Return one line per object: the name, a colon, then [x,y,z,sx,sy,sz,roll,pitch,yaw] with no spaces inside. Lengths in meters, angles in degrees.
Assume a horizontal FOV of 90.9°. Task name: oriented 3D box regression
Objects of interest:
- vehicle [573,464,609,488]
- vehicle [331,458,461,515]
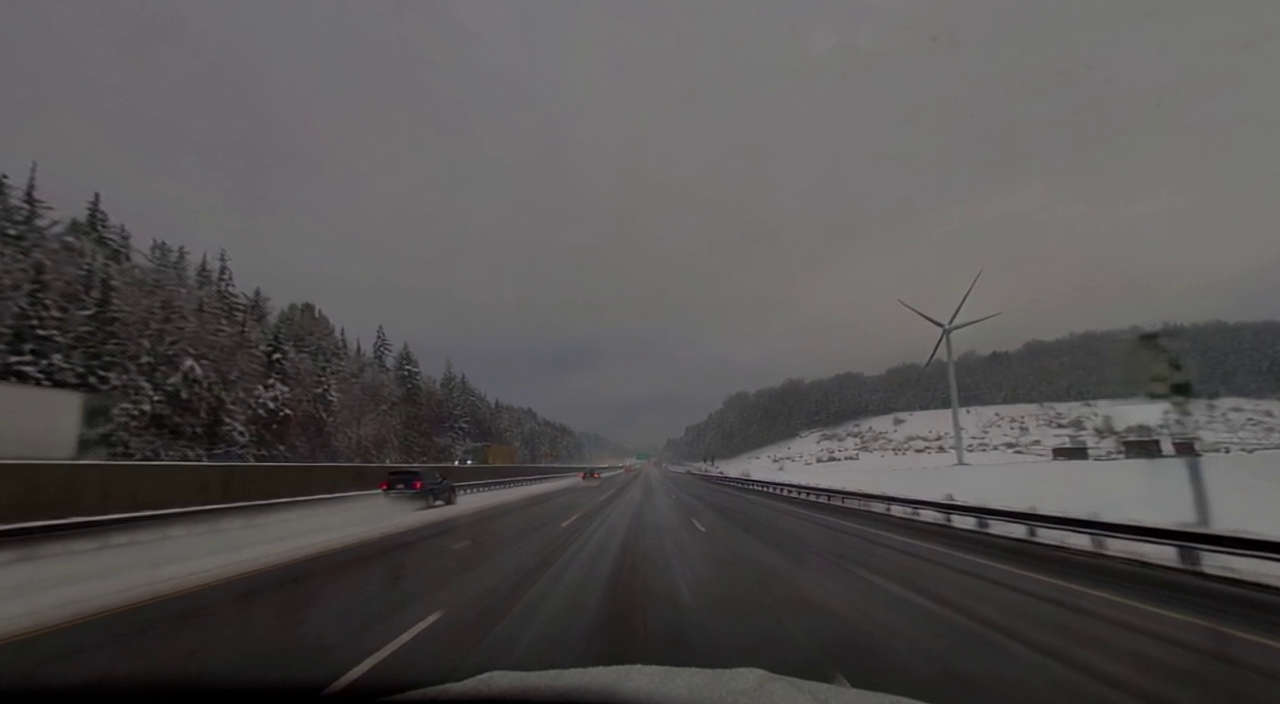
vehicle: [-3.332,8.614,43.925,2.039,1.505,4.843,1,-10,1]
vehicle: [-7.144,3.985,19.051,1.956,1.451,4.674,1,-10,1]
